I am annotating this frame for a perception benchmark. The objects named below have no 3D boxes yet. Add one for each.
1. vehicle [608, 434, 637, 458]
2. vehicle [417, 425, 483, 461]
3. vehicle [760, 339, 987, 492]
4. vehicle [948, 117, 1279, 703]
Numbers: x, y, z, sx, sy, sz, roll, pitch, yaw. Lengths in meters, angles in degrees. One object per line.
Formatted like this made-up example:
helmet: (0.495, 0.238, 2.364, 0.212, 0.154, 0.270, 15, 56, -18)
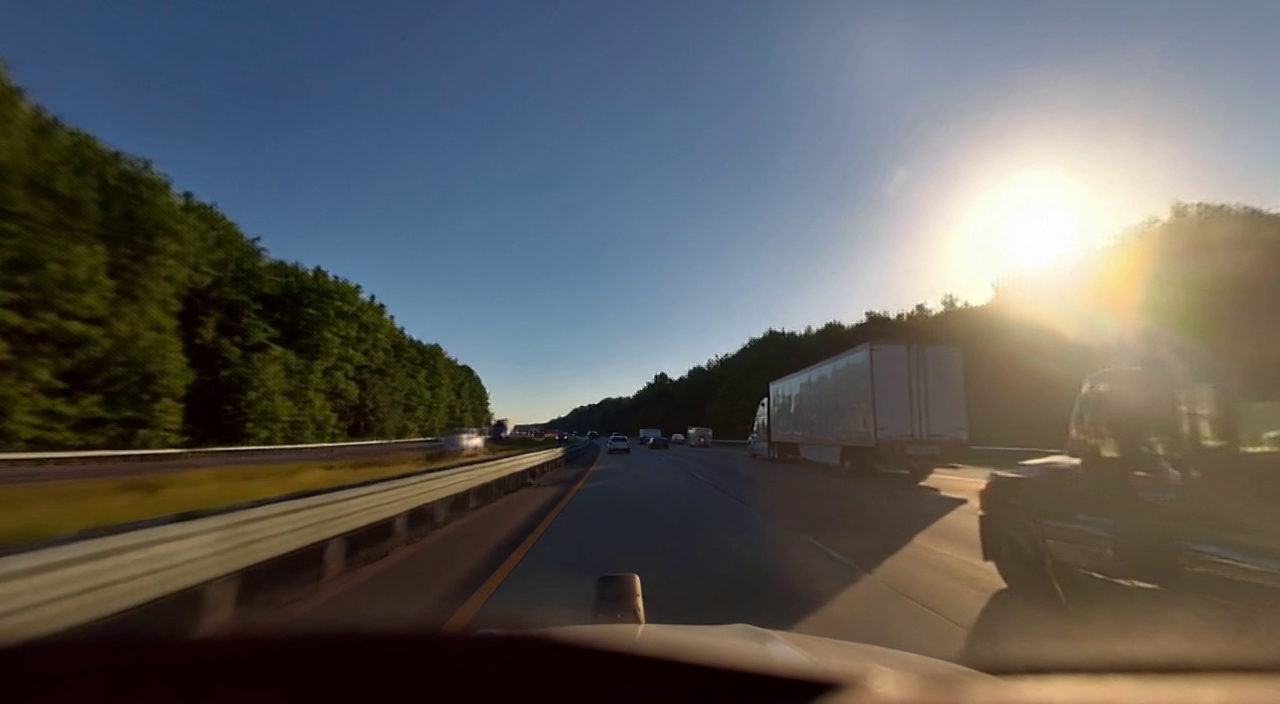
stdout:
vehicle: (-1.360, 7.049, 47.547, 2.088, 1.671, 4.068, 0, -8, -2)
vehicle: (-9.325, 4.496, 31.283, 2.010, 1.653, 4.217, 0, -8, -1)
vehicle: (7.584, 2.630, 23.999, 2.888, 4.093, 14.227, 0, -8, -1)
vehicle: (3.503, 0.363, 1.704, 2.436, 2.521, 5.409, 0, -8, -2)
